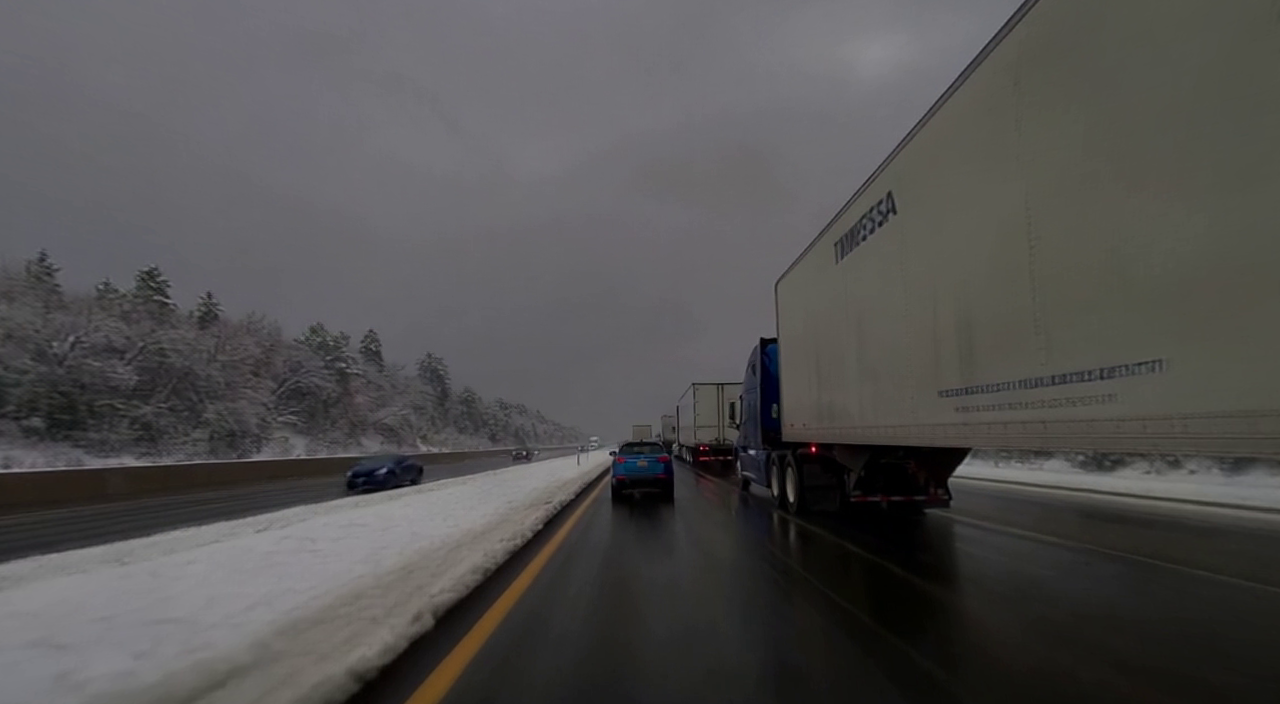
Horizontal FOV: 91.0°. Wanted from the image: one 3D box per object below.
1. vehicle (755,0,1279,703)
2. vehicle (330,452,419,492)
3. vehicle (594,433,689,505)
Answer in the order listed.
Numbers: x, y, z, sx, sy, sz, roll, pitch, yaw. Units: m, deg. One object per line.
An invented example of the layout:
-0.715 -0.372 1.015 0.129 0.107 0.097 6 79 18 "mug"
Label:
4.384 0.041 6.495 3.410 4.438 14.410 0 -8 -1 "vehicle"
-11.169 5.040 26.855 1.951 1.464 4.370 -1 -8 -1 "vehicle"
0.008 2.785 15.445 2.045 1.507 3.763 -1 -8 -1 "vehicle"
